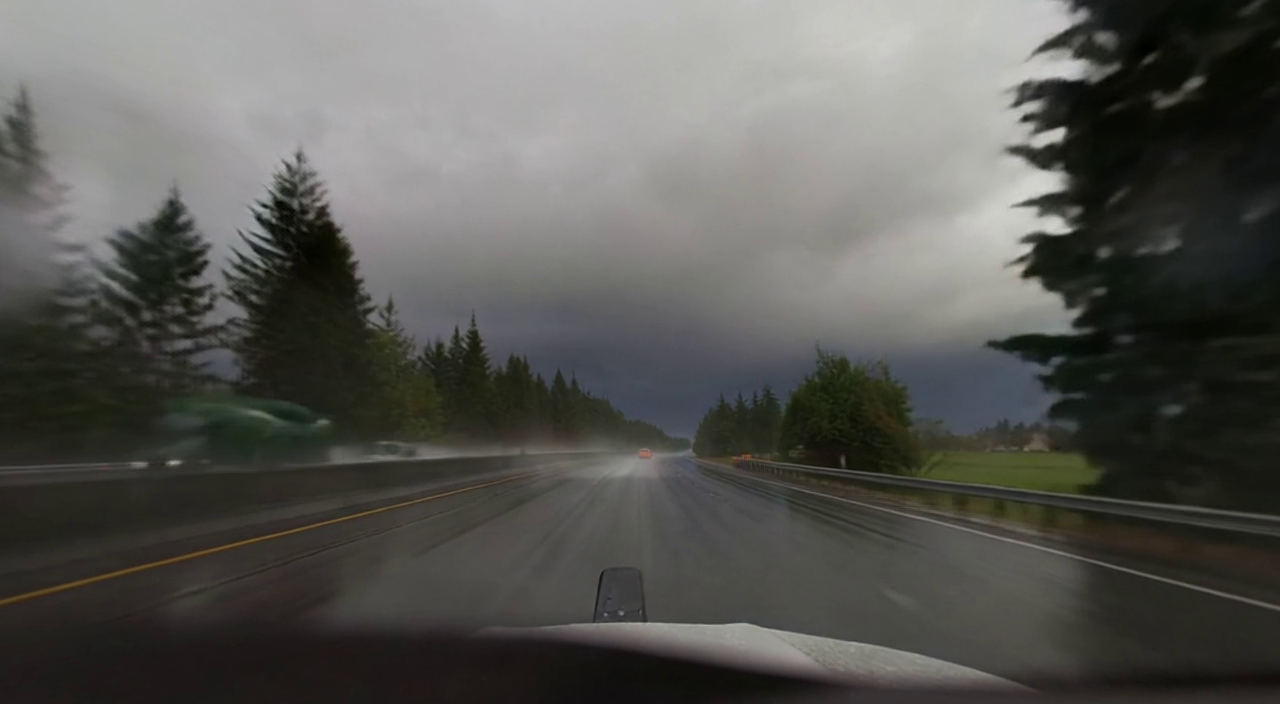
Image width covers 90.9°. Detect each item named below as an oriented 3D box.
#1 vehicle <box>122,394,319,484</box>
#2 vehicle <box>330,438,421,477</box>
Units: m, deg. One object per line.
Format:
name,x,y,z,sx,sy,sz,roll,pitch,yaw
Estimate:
vehicle,-16.575,3.611,25.832,2.836,3.157,7.473,0,-9,0
vehicle,-12.260,4.907,29.555,2.189,1.684,4.523,0,-9,1
